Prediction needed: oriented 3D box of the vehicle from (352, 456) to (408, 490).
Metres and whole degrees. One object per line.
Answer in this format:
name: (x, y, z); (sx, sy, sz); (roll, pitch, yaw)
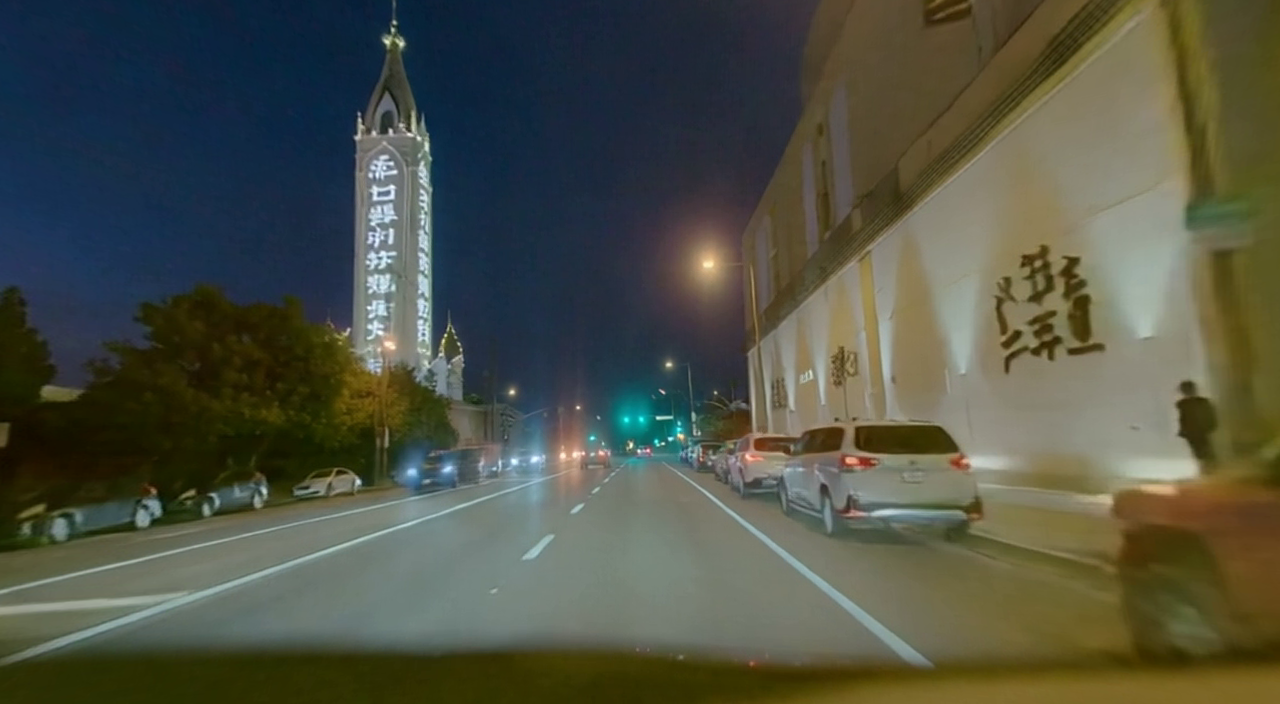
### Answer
vehicle: (-15.449, 7.187, 37.731); (1.751, 1.865, 3.735); (1, -9, -1)

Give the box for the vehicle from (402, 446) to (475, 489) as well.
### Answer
vehicle: (-8.875, 5.084, 28.183); (1.842, 1.735, 4.066); (0, -9, 1)

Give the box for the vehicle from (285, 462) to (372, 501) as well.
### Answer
vehicle: (-15.408, 6.401, 31.564); (2.076, 1.672, 4.499); (1, -9, 0)

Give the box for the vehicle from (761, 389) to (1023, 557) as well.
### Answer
vehicle: (3.479, 1.798, 10.133); (2.124, 1.975, 5.131); (0, -8, 1)

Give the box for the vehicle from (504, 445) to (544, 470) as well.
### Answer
vehicle: (-8.788, 8.002, 48.184); (2.078, 1.810, 4.568); (0, -9, 1)

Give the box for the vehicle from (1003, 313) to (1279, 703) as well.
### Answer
vehicle: (3.611, 0.588, 1.233); (2.055, 1.857, 6.596); (0, -8, 2)

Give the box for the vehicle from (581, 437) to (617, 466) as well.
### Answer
vehicle: (-2.952, 7.284, 46.339); (2.293, 1.936, 4.737); (0, -9, 1)

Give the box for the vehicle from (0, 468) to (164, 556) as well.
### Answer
vehicle: (-15.074, 3.991, 16.404); (1.978, 1.819, 4.477); (1, -9, -2)

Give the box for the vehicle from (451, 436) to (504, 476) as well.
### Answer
vehicle: (-12.063, 7.755, 47.360); (2.410, 2.733, 5.630); (0, -9, 0)

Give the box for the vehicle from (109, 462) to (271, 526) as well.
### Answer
vehicle: (-15.403, 4.837, 22.069); (2.014, 1.846, 4.920); (1, -9, -1)
